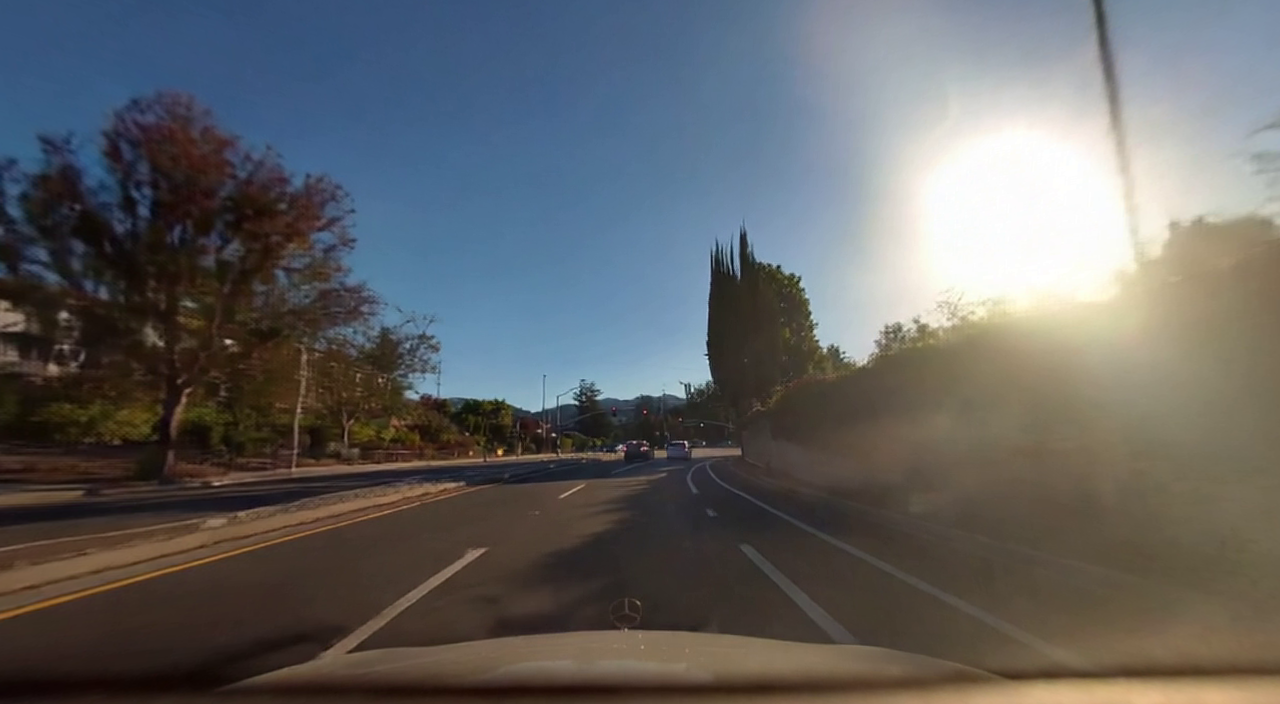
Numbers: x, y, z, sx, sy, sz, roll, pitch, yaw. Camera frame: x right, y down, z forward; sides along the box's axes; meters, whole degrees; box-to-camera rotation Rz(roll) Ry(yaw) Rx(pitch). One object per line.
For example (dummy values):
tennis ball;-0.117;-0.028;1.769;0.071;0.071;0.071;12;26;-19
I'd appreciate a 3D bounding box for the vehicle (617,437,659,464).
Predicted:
vehicle;-0.083;6.852;43.743;2.152;1.822;4.391;-2;-9;11
